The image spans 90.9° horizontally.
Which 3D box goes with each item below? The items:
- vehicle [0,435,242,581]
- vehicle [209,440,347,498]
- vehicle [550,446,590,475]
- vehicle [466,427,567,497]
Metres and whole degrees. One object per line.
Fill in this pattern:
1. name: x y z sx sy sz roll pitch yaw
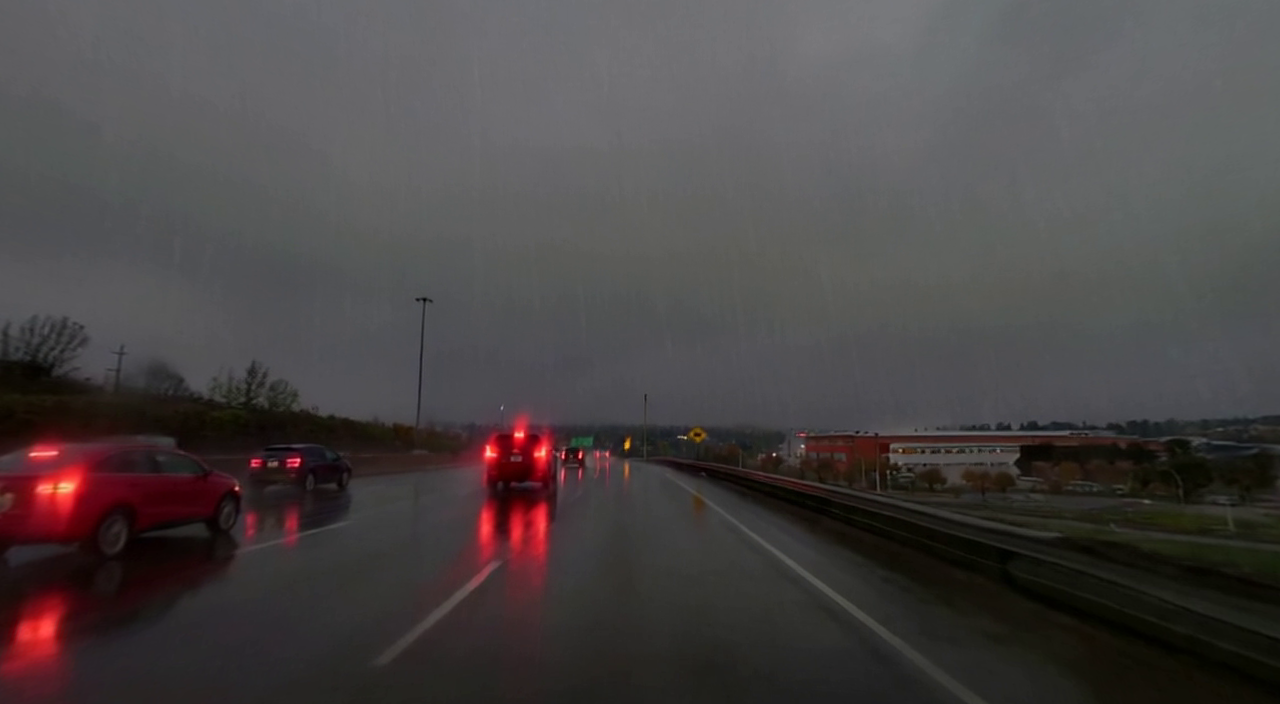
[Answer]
1. vehicle: -7.272 1.879 8.335 1.796 1.509 3.393 0 -8 -1
2. vehicle: -11.632 3.755 20.695 1.919 1.665 4.394 0 -8 -1
3. vehicle: -4.051 6.340 37.121 1.955 1.614 3.817 0 -8 -1
4. vehicle: -3.870 3.552 20.838 2.301 1.985 5.247 0 -8 0
